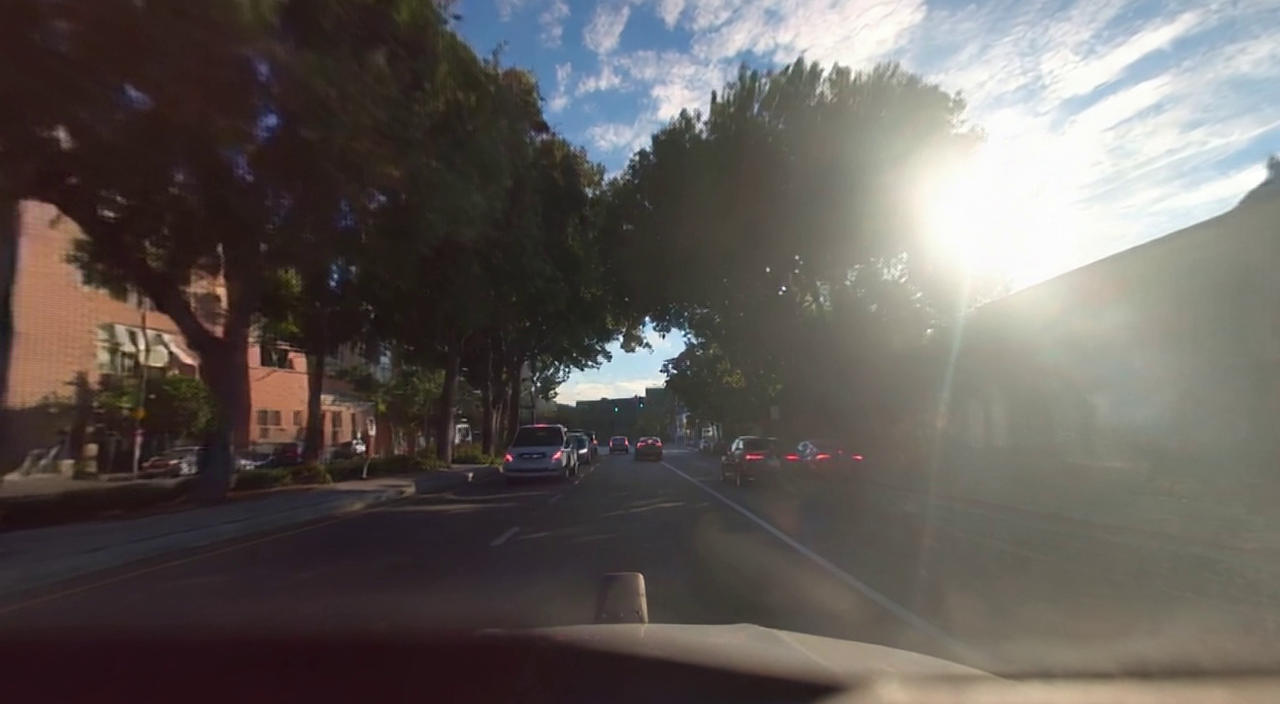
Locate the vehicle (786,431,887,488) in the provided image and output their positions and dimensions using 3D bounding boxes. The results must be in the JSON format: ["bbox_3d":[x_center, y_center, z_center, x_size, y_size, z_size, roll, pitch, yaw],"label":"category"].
[{"bbox_3d":[6.536,3.621,21.562,2.164,1.727,3.955,0,-8,0],"label":"vehicle"}]

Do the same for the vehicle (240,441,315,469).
[{"bbox_3d":[-22.421,6.363,39.314,1.910,1.632,4.624,0,-8,0],"label":"vehicle"}]

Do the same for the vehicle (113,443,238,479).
[{"bbox_3d":[-22.148,5.181,30.455,2.111,1.554,5.163,0,-8,0],"label":"vehicle"}]

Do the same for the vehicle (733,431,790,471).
[{"bbox_3d":[6.251,5.131,32.955,1.997,1.943,4.409,0,-8,-1],"label":"vehicle"}]

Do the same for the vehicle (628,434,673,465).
[{"bbox_3d":[0.528,5.445,35.381,2.201,1.589,3.843,0,-8,-4],"label":"vehicle"}]

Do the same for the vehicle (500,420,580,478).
[{"bbox_3d":[-3.658,3.689,24.163,2.223,1.957,4.845,0,-8,0],"label":"vehicle"}]
